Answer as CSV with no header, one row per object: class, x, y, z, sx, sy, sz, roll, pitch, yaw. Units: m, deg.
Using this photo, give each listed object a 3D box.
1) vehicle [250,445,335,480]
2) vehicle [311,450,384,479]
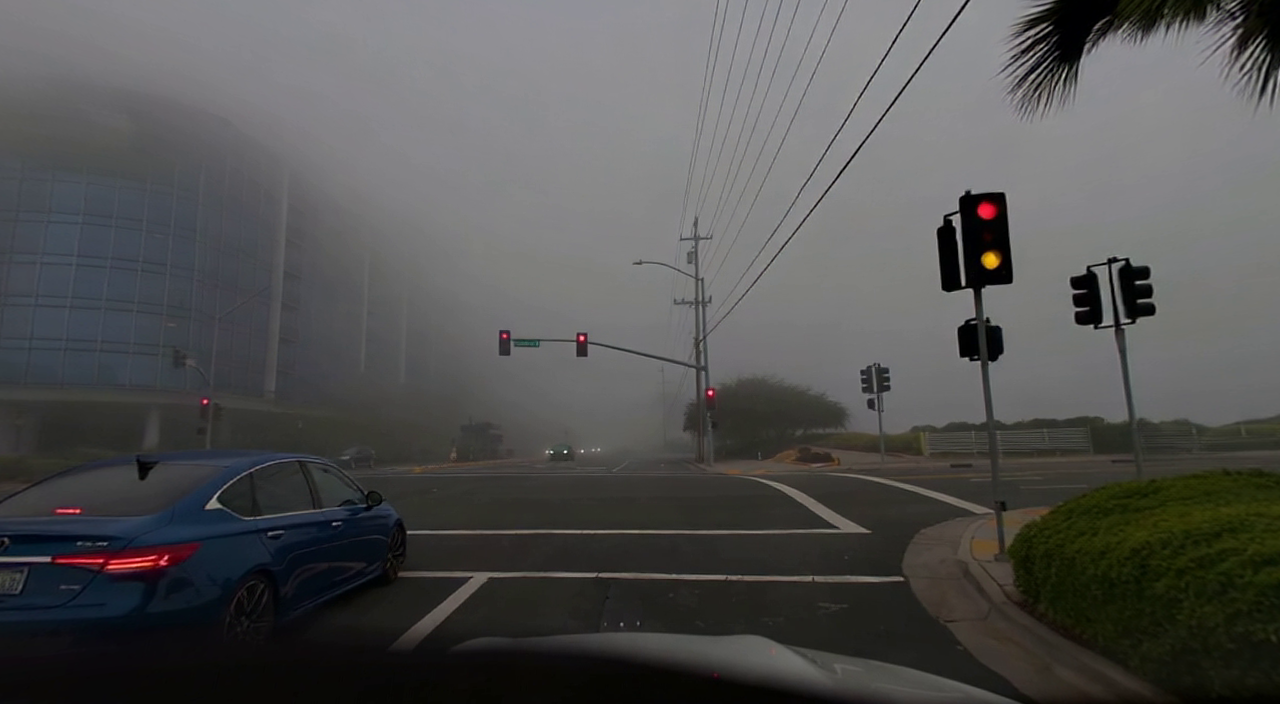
vehicle,-19.097,6.068,34.878,2.017,1.739,4.569,0,-9,1
vehicle,-15.364,5.920,33.302,1.875,1.389,3.784,0,-9,3
